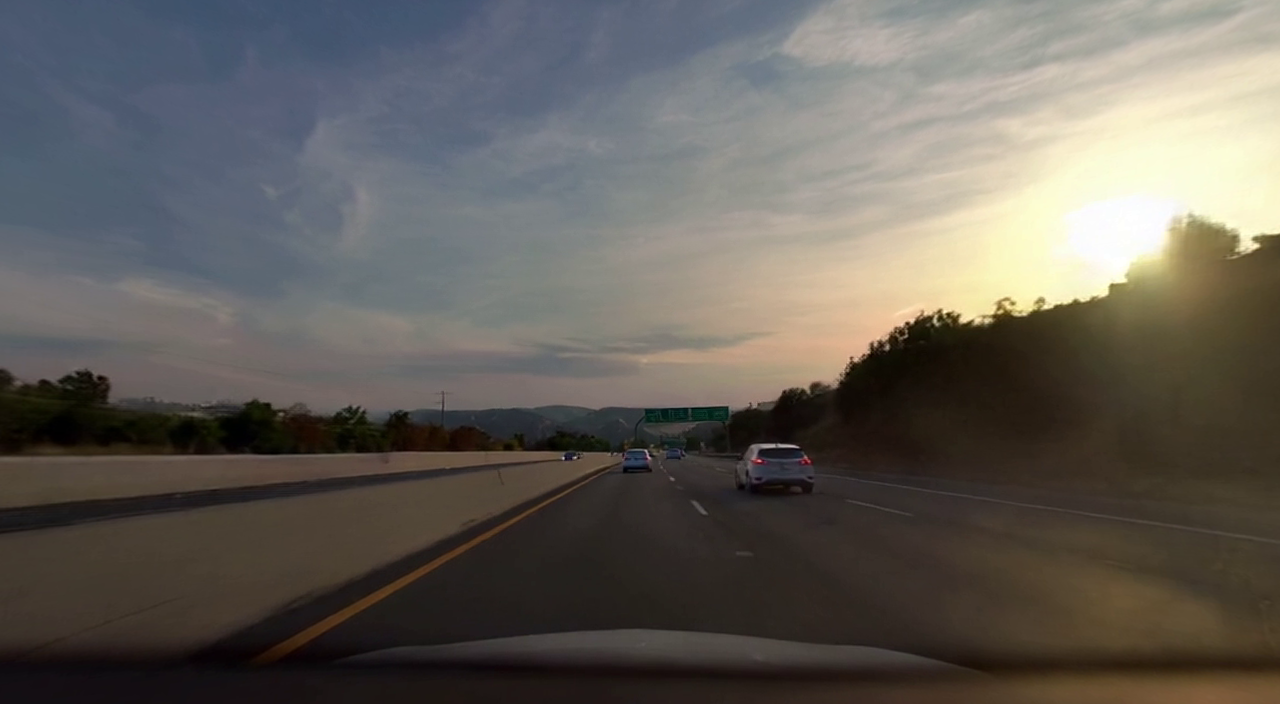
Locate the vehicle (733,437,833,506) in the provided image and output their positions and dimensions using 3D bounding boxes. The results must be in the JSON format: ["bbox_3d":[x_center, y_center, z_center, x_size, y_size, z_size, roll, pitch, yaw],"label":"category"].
[{"bbox_3d":[3.663,3.118,16.762,1.969,1.595,3.964,-1,-9,4],"label":"vehicle"}]

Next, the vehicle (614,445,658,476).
[{"bbox_3d":[-0.141,5.891,34.260,2.084,1.594,4.219,-1,-9,4],"label":"vehicle"}]
